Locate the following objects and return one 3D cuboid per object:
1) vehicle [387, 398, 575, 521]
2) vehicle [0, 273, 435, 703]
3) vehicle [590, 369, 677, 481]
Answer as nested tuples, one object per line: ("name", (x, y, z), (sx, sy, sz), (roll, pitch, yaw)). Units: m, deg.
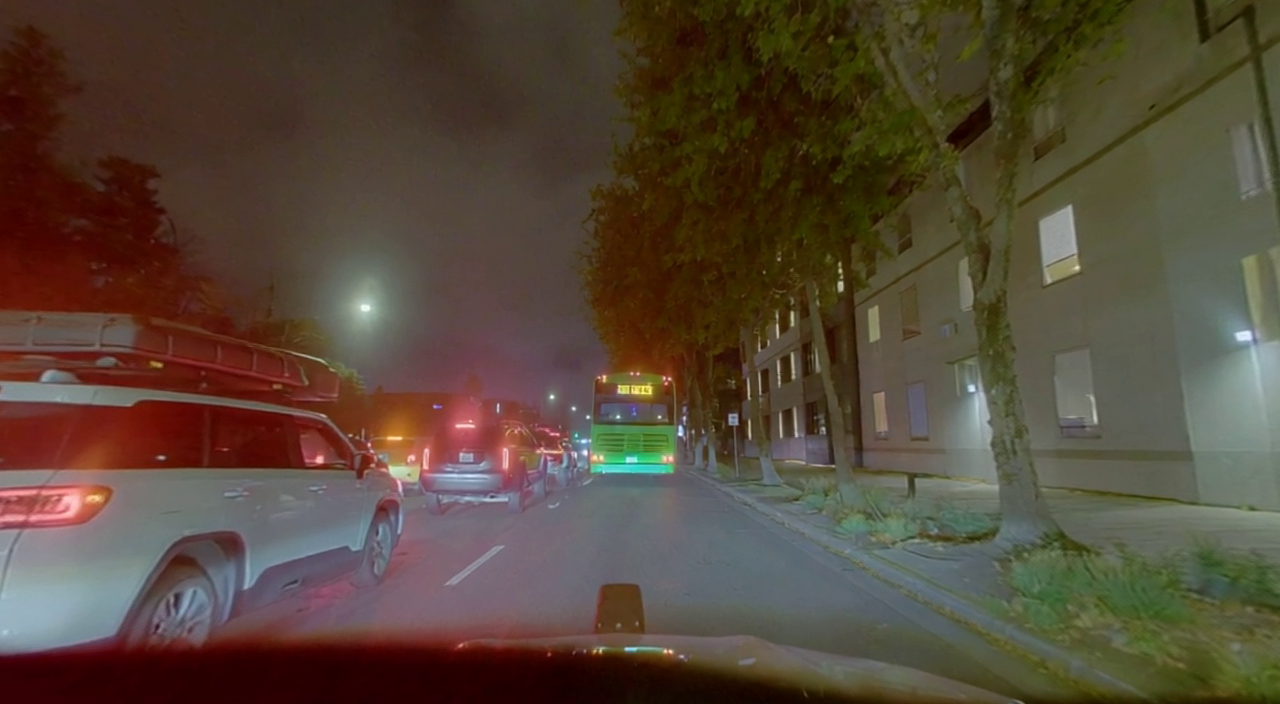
("vehicle", (-3.079, 2.320, 14.028), (2.546, 2.125, 5.869), (0, -9, 1))
("vehicle", (-3.396, 1.009, 4.562), (2.095, 1.892, 5.043), (0, -9, 0))
("vehicle", (-0.244, 3.423, 28.010), (2.970, 3.857, 12.200), (0, -9, 0))
